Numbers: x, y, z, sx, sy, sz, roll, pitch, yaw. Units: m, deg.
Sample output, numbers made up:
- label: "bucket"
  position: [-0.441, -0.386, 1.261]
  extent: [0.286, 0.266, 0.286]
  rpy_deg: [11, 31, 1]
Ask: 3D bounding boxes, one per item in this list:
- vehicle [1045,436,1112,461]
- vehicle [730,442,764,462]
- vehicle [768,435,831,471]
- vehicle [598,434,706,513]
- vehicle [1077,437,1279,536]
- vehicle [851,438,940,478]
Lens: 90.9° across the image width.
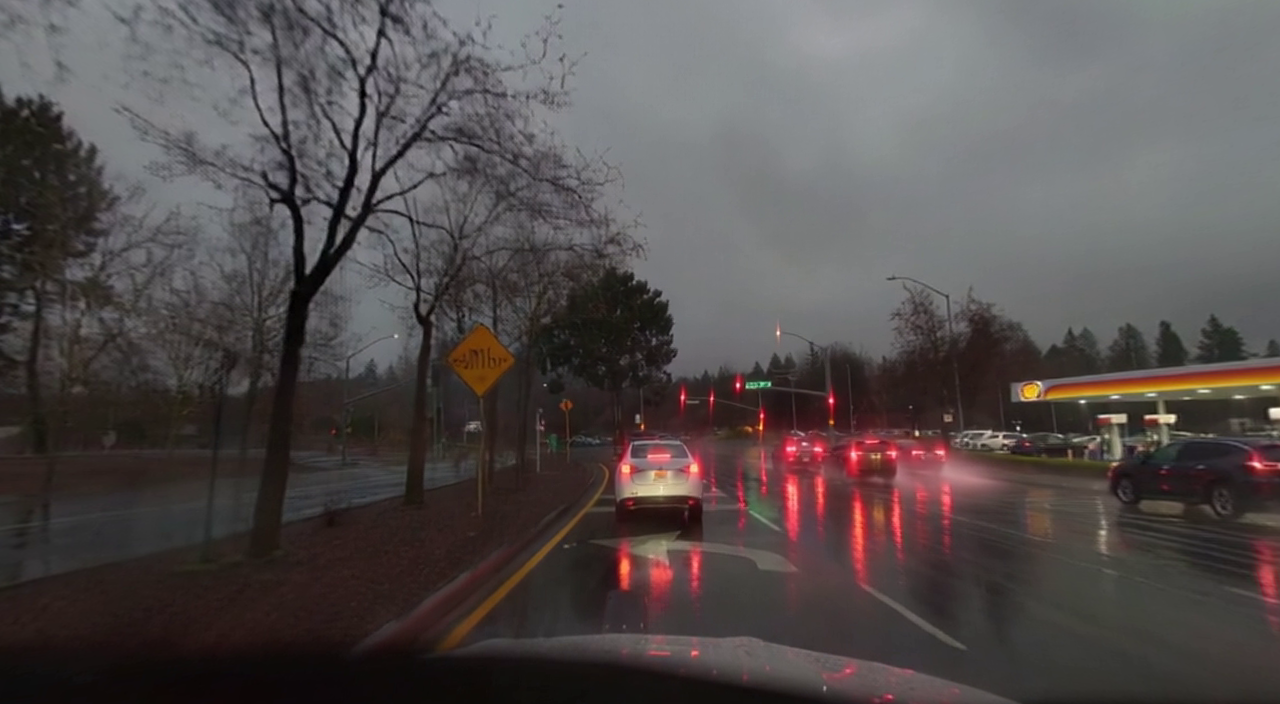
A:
- label: "vehicle"
  position: [29.358, 6.473, 42.333]
  extent: [1.914, 1.563, 3.672]
  rpy_deg: [0, -9, 2]
- label: "vehicle"
  position: [7.658, 7.198, 45.432]
  extent: [1.716, 1.400, 3.921]
  rpy_deg: [0, -9, 0]
- label: "vehicle"
  position: [8.019, 5.135, 32.146]
  extent: [1.991, 1.695, 4.357]
  rpy_deg: [0, -9, -1]
- label: "vehicle"
  position: [0.209, 2.623, 14.073]
  extent: [2.032, 1.461, 4.173]
  rpy_deg: [0, -9, -1]
- label: "vehicle"
  position: [10.682, 2.360, 11.671]
  extent: [1.880, 1.472, 4.694]
  rpy_deg: [0, -9, 1]
- label: "vehicle"
  position: [10.919, 4.563, 27.355]
  extent: [1.976, 1.584, 4.516]
  rpy_deg: [0, -9, 1]
